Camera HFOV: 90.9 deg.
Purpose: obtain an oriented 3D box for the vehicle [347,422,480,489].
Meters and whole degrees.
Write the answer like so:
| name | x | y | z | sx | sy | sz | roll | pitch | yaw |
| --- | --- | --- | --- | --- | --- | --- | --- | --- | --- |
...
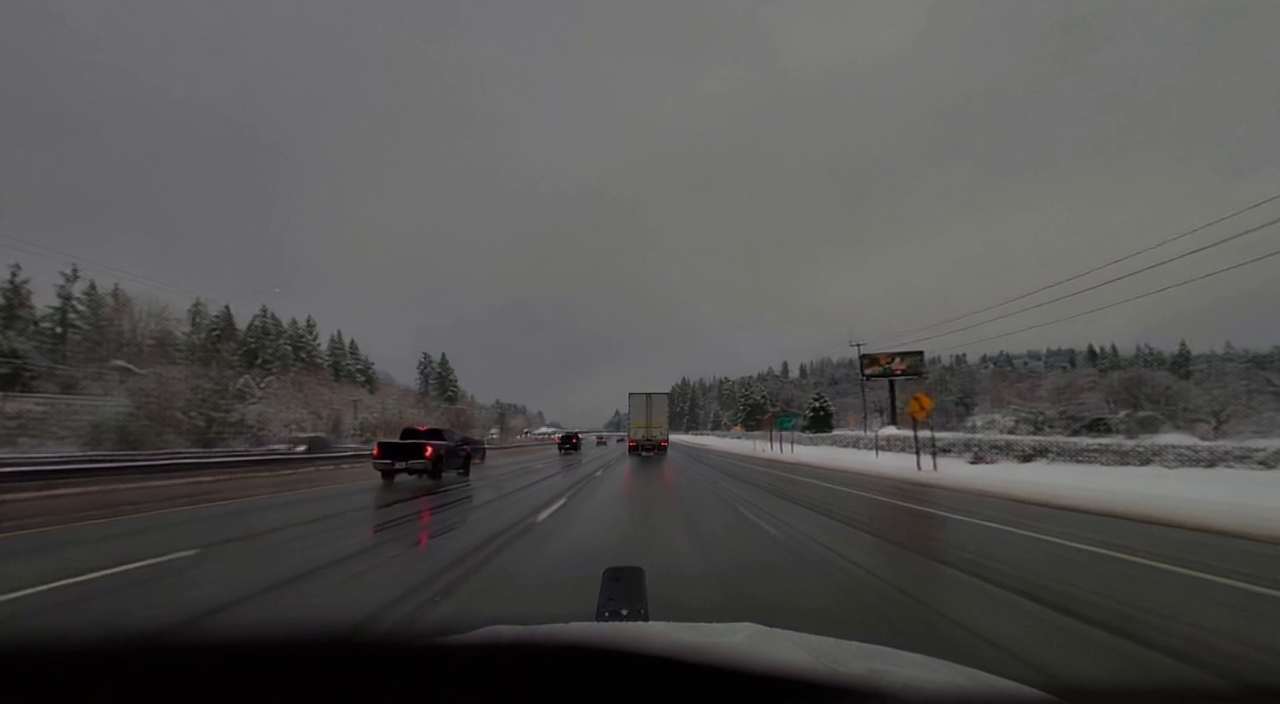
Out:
| name | x | y | z | sx | sy | sz | roll | pitch | yaw |
| --- | --- | --- | --- | --- | --- | --- | --- | --- | --- |
| vehicle | -6.974 | 3.265 | 20.191 | 2.197 | 1.847 | 5.364 | 0 | -8 | 1 |

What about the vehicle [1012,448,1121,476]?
| name | x | y | z | sx | sy | sz | roll | pitch | yaw |
| --- | --- | --- | --- | --- | --- | --- | --- | --- | --- |
| vehicle | 24.478 | 6.298 | 36.416 | 1.757 | 1.437 | 4.897 | 6 | -10 | -25 |

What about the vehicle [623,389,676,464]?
| name | x | y | z | sx | sy | sz | roll | pitch | yaw |
| --- | --- | --- | --- | --- | --- | --- | --- | --- | --- |
| vehicle | 0.720 | 4.857 | 39.774 | 2.879 | 4.027 | 11.243 | 0 | -8 | 2 |

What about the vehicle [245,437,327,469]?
| name | x | y | z | sx | sy | sz | roll | pitch | yaw |
| --- | --- | --- | --- | --- | --- | --- | --- | --- | --- |
| vehicle | -18.013 | 5.148 | 32.319 | 1.925 | 1.483 | 3.825 | 0 | -8 | 1 |
